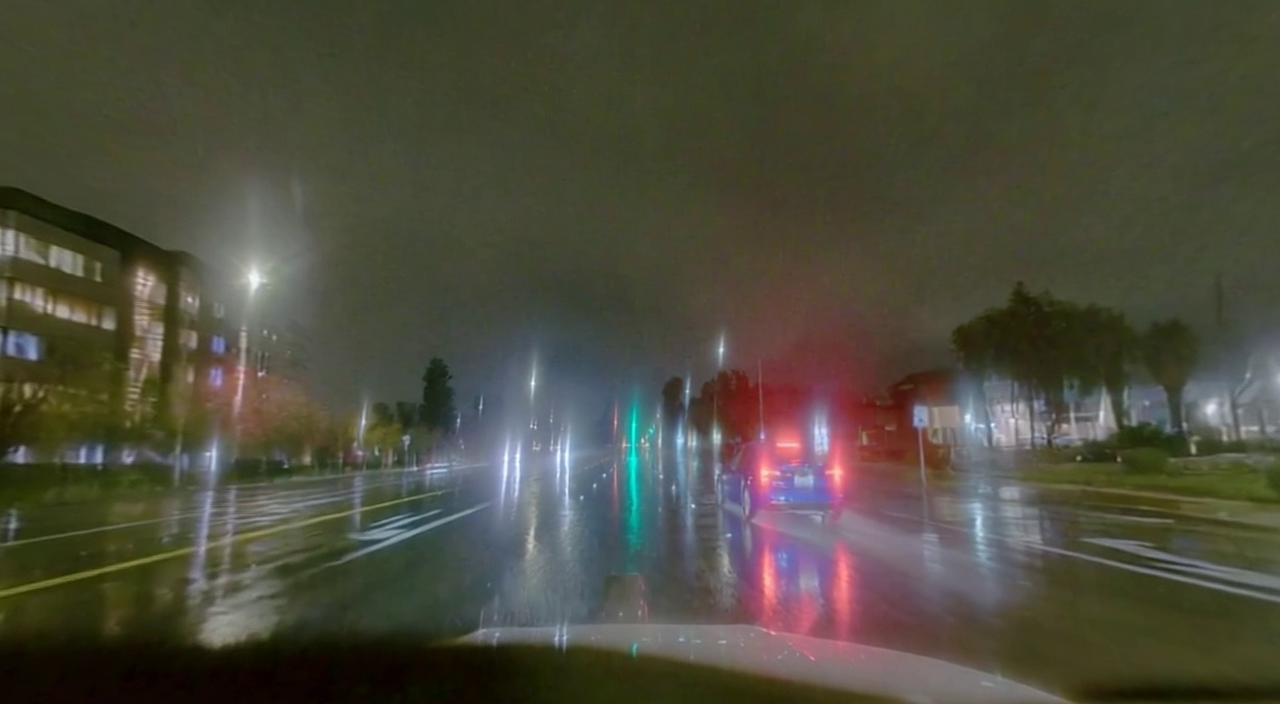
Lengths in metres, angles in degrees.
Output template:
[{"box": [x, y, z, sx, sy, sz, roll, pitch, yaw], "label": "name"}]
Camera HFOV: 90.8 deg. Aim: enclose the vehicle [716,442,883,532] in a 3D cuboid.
[{"box": [2.901, 2.570, 12.736, 2.015, 1.455, 4.615, 0, -9, -2], "label": "vehicle"}]
